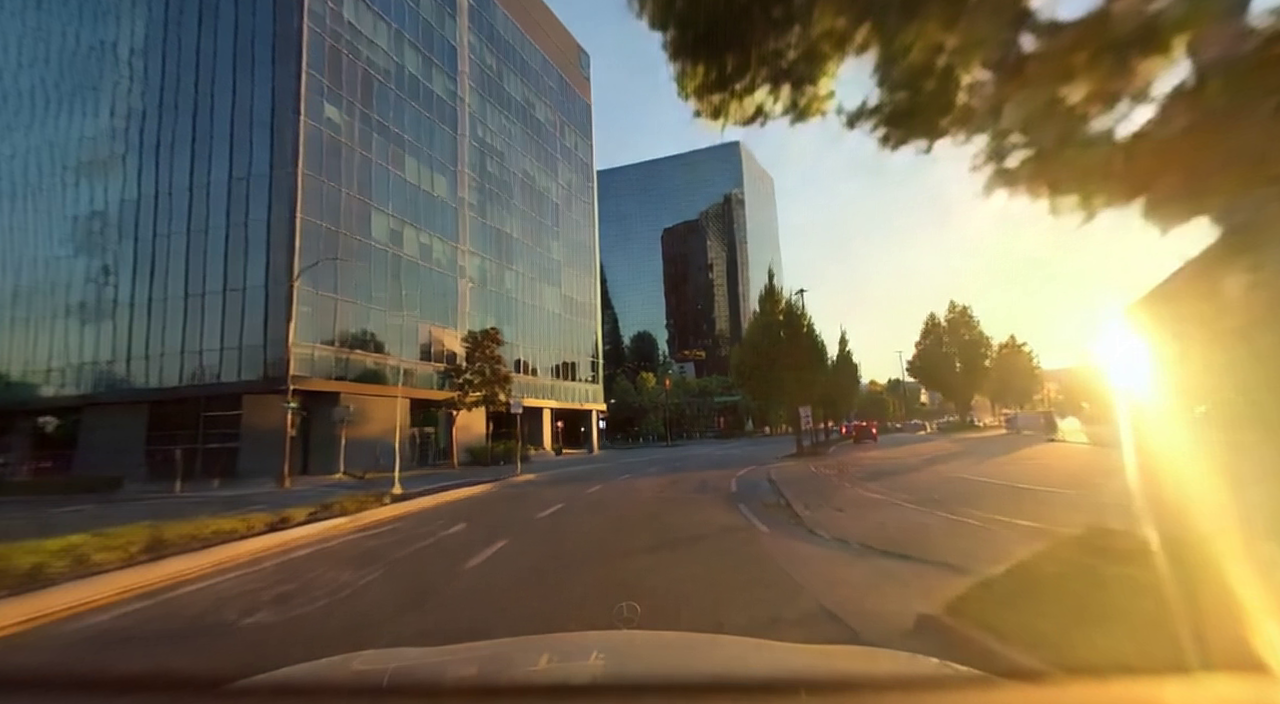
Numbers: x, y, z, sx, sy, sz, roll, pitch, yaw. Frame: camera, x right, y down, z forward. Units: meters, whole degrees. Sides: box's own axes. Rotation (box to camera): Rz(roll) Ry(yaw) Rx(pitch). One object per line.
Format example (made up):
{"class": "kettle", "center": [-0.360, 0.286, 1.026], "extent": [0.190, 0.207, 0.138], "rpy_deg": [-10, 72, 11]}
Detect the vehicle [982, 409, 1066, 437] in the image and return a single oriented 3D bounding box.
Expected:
{"class": "vehicle", "center": [28.780, 5.385, 47.430], "extent": [2.014, 1.757, 4.871], "rpy_deg": [8, -13, -41]}
